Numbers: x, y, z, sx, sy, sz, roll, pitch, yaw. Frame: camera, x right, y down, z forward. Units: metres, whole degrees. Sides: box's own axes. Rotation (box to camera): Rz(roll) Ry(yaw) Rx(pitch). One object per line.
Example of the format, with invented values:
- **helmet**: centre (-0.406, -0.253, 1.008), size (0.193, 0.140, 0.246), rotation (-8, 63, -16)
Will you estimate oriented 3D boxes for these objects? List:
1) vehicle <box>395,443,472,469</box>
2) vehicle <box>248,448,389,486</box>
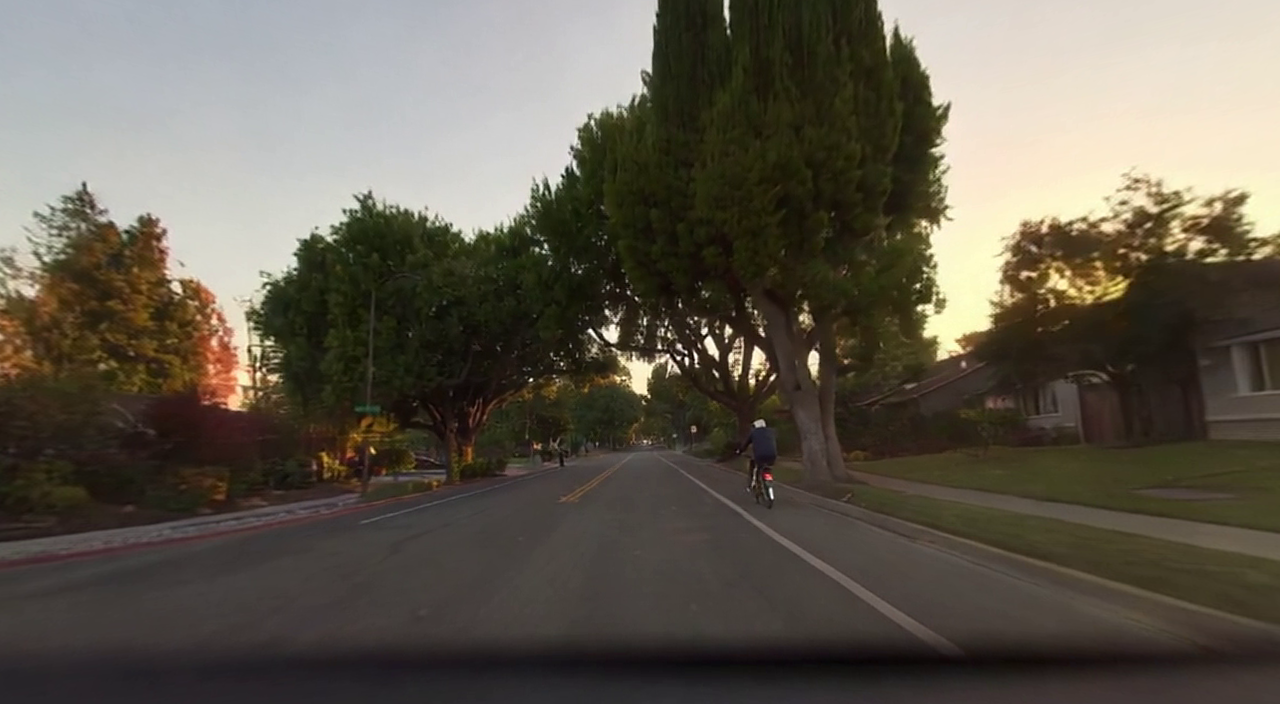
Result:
- **vehicle**: centre (-14.071, 7.096, 43.311), size (4.587, 1.722, 1.906), rotation (0, -9, -2)
- **vehicle**: centre (-13.137, 4.696, 26.070), size (4.717, 1.465, 1.887), rotation (0, -9, -3)
